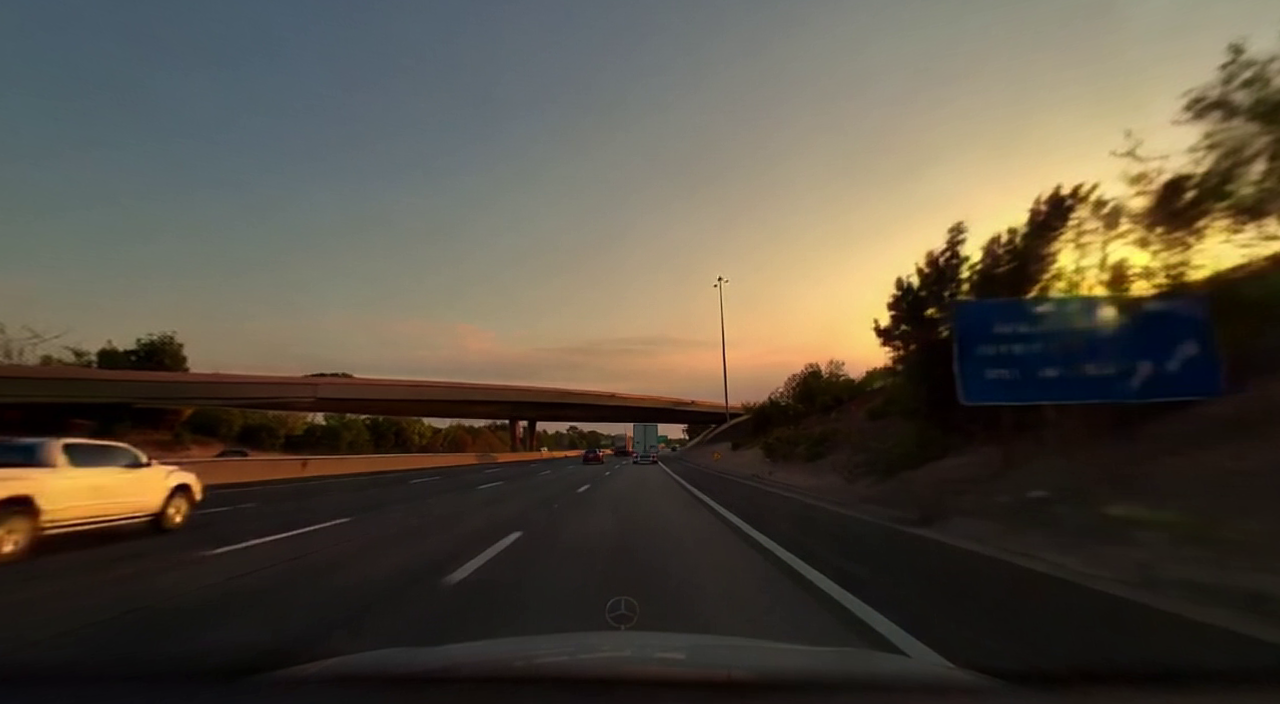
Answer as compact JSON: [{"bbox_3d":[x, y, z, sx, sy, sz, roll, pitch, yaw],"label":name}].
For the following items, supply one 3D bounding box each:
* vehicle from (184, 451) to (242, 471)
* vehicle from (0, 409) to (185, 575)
[{"bbox_3d":[-32.702,8.350,48.467,1.731,1.433,3.752,-1,-9,2],"label":"vehicle"},{"bbox_3d":[-7.579,1.458,6.578,2.067,1.676,4.789,0,-9,0],"label":"vehicle"}]
